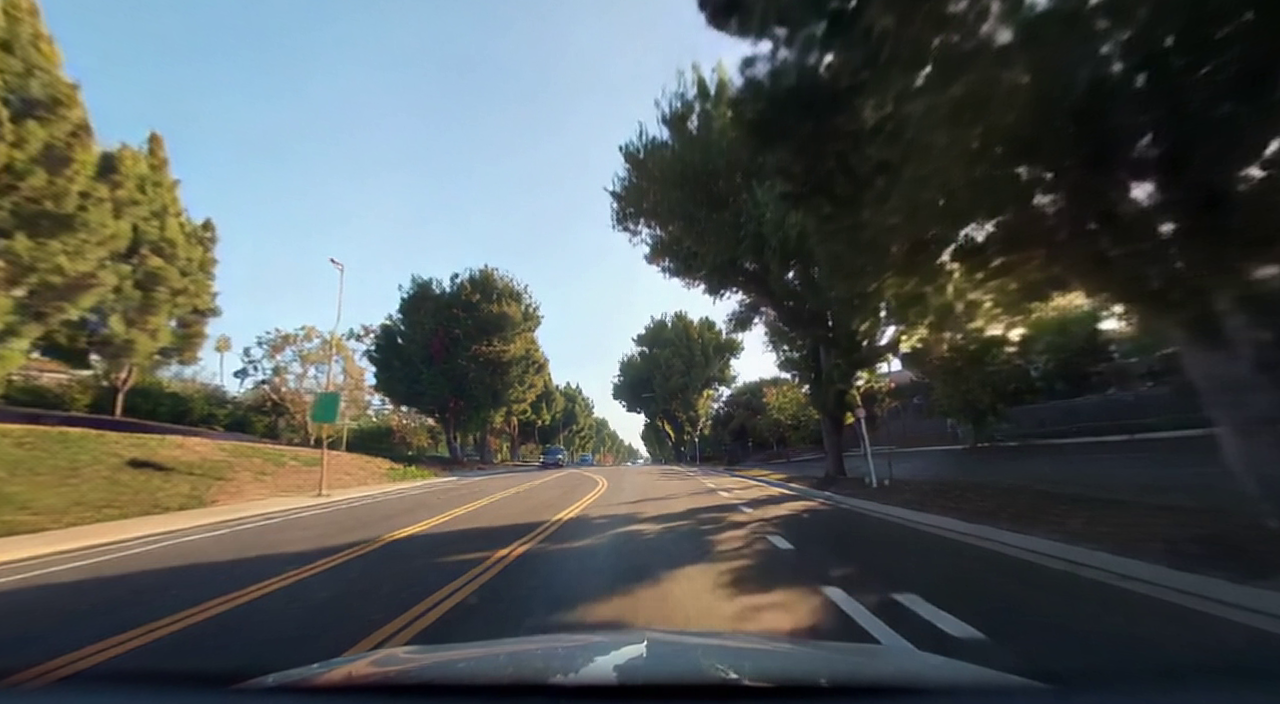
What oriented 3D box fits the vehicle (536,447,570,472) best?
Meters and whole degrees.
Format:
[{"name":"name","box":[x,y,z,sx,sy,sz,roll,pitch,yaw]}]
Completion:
[{"name":"vehicle","box":[-6.368,7.953,46.765,1.972,1.684,4.144,0,-8,0]}]
